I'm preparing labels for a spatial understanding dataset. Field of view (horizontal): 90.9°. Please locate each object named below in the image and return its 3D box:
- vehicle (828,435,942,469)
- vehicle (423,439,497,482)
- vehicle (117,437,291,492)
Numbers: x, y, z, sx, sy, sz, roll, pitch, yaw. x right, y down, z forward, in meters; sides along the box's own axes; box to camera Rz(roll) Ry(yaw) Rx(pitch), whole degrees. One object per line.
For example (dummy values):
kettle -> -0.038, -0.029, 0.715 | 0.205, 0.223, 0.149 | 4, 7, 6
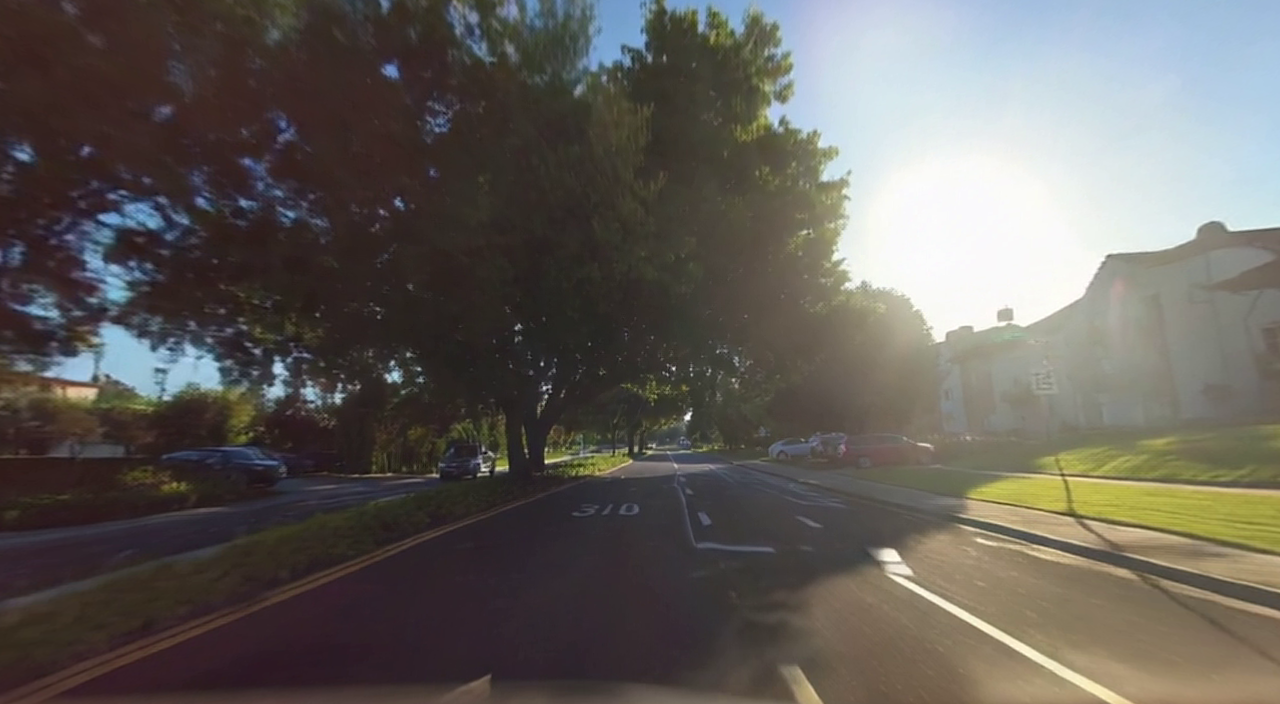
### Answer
vehicle -> 11.130, 4.582, 28.887 | 4.460, 1.456, 1.804 | -1, -9, 3
vehicle -> -8.432, 5.084, 29.959 | 2.142, 1.723, 4.275 | -3, -8, 2
vehicle -> -15.687, 4.050, 22.879 | 4.753, 1.850, 2.127 | -1, -9, 3
